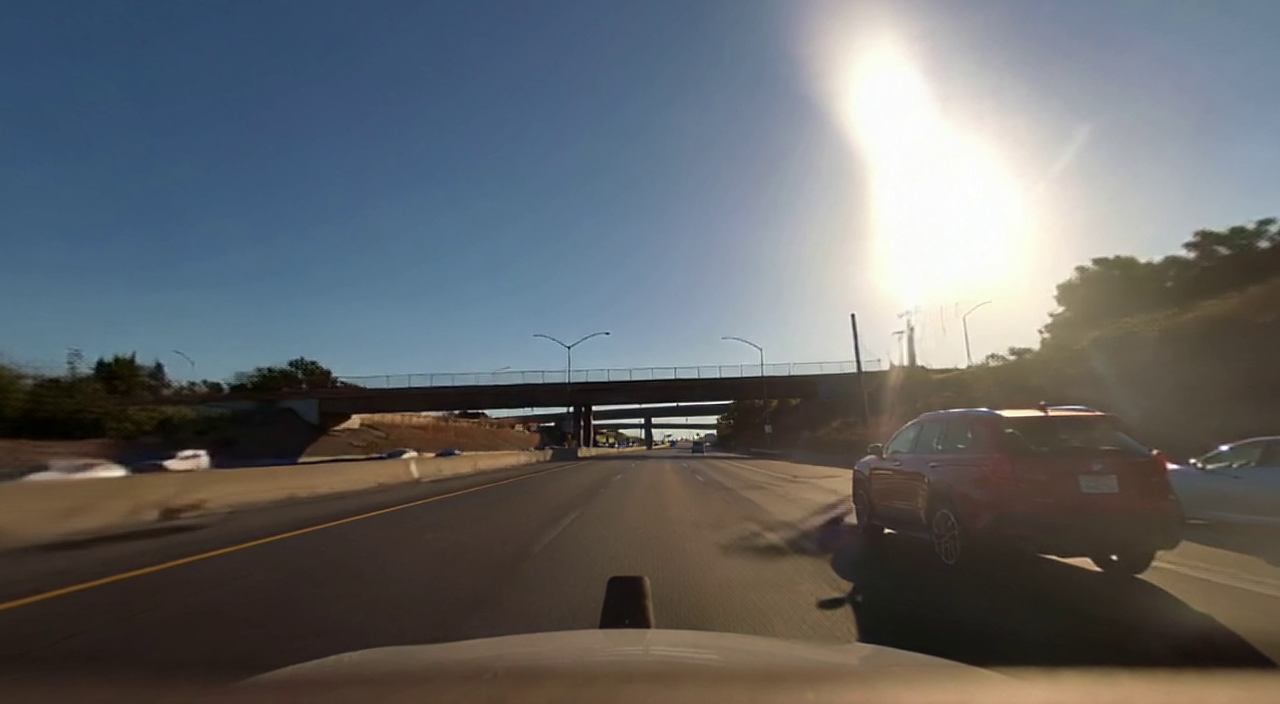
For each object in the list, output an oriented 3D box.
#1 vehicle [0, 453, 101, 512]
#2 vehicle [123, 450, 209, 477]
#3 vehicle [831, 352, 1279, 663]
[{"bbox_3d":[-17.534,3.521,17.145,1.806,1.484,4.367,0,-9,1],"label":"vehicle"},{"bbox_3d":[-32.019,7.503,42.719,1.955,1.662,4.424,-2,-9,9],"label":"vehicle"},{"bbox_3d":[3.491,1.195,5.864,2.019,1.732,4.579,0,-9,1],"label":"vehicle"}]
